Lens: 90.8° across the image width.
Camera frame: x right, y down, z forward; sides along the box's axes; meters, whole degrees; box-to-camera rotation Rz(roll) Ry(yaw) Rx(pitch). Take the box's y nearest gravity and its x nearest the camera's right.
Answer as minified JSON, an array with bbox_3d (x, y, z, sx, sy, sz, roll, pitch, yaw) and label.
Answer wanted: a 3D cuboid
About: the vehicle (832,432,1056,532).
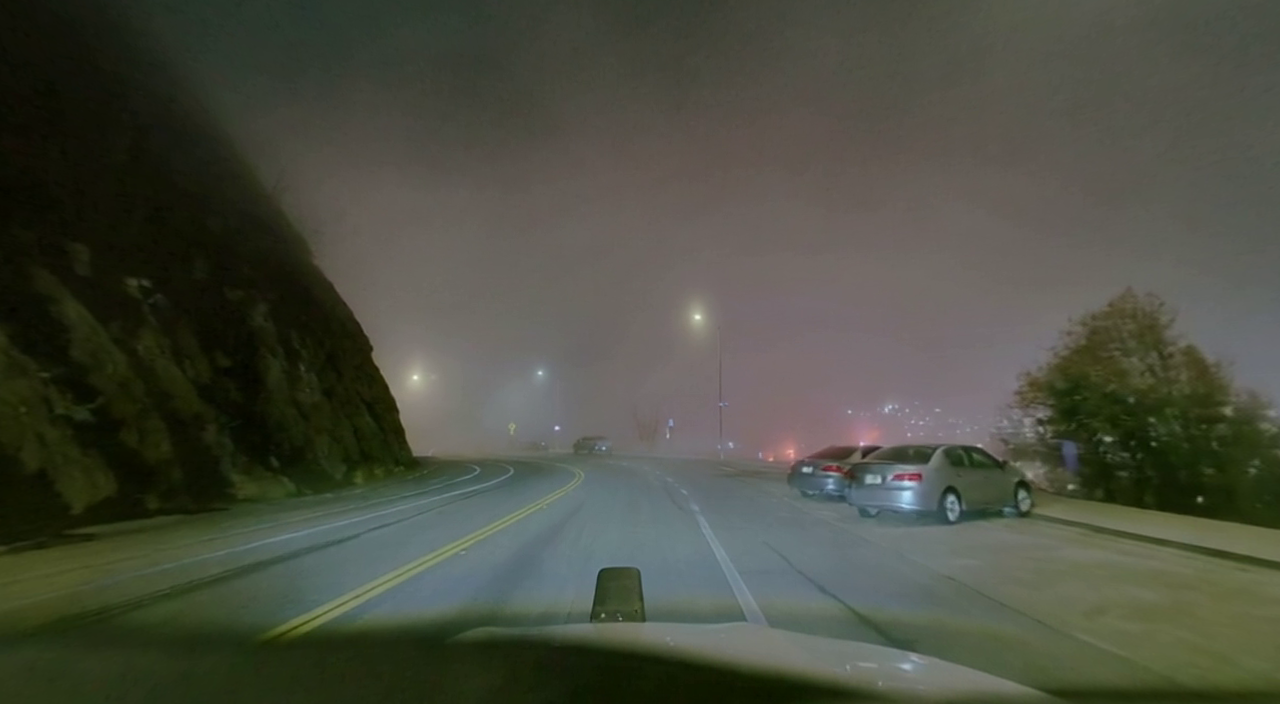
[{"bbox_3d":[5.888,2.327,11.990,4.609,1.505,2.061,7,-11,-40],"label":"vehicle"}]
